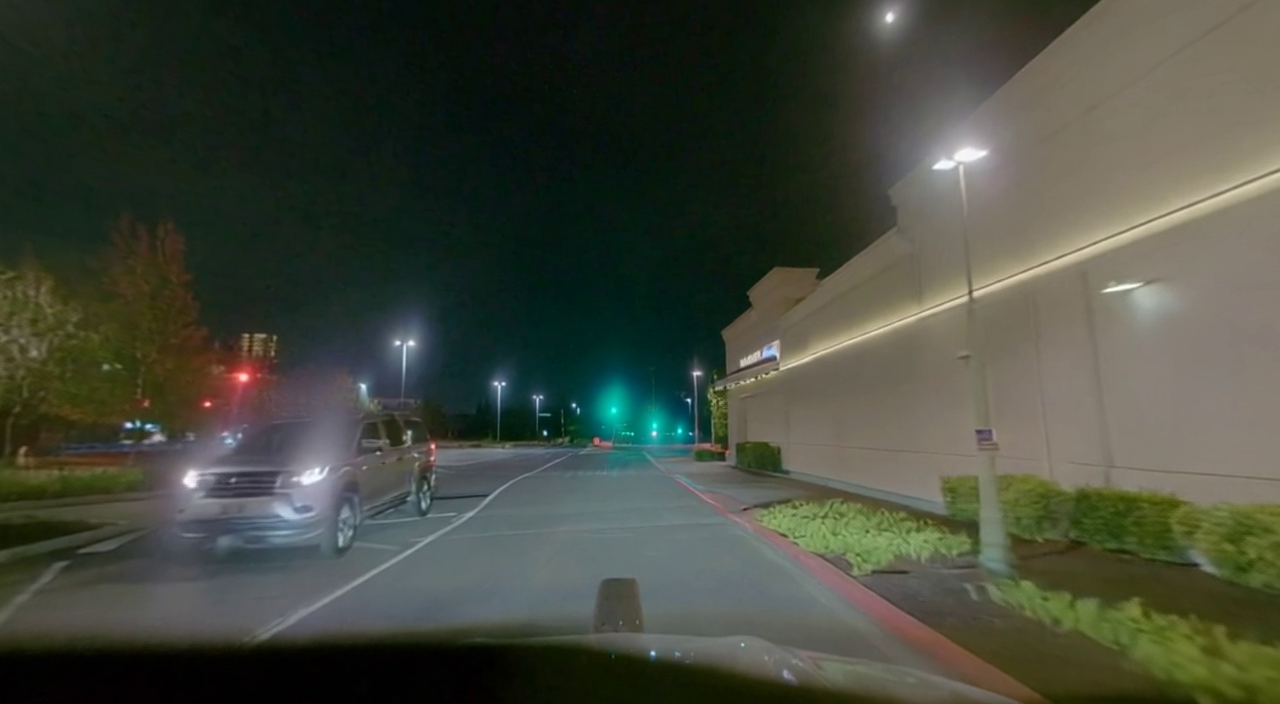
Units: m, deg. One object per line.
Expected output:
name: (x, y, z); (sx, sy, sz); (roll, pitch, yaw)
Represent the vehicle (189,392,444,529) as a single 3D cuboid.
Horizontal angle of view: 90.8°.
vehicle: (-5.017, 1.768, 10.752); (2.180, 1.806, 4.541); (0, -8, -4)
